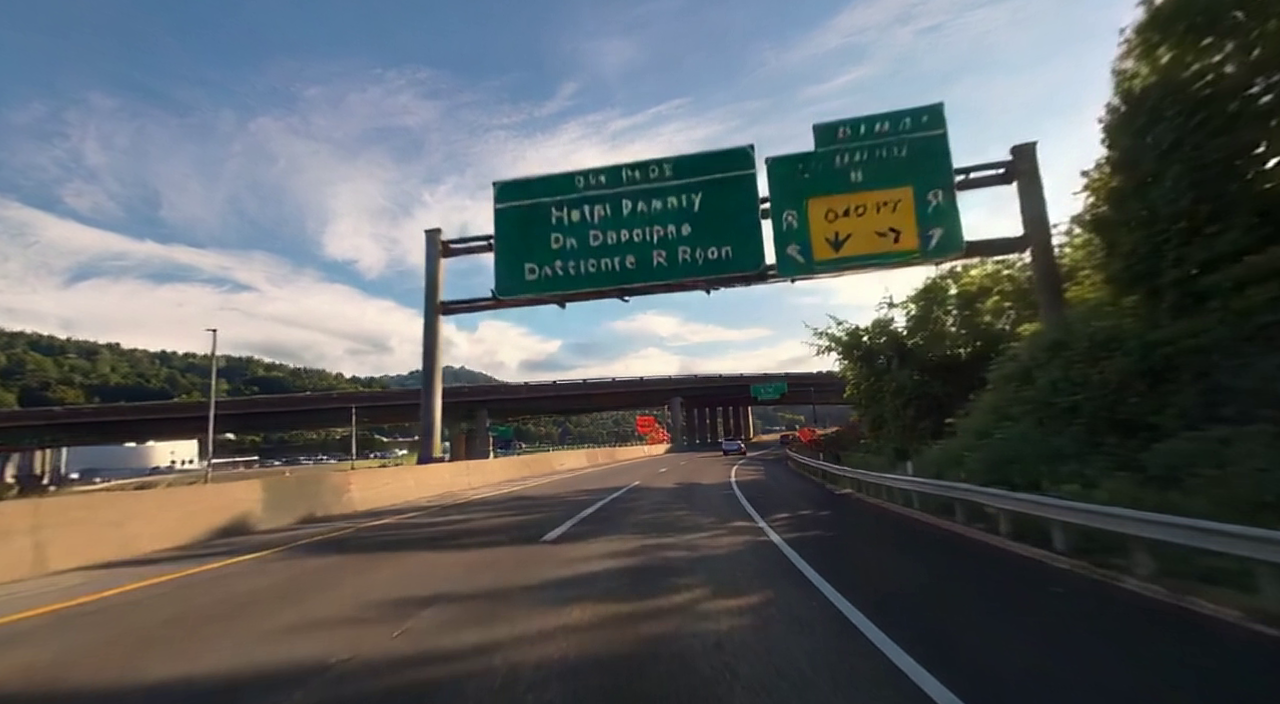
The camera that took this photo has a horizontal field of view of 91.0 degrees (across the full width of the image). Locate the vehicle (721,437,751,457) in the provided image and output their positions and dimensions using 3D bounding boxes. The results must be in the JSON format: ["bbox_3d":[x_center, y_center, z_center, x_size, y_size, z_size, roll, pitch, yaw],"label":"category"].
[{"bbox_3d":[7.626,7.556,49.836,1.985,1.511,4.012,-2,-9,13],"label":"vehicle"}]
